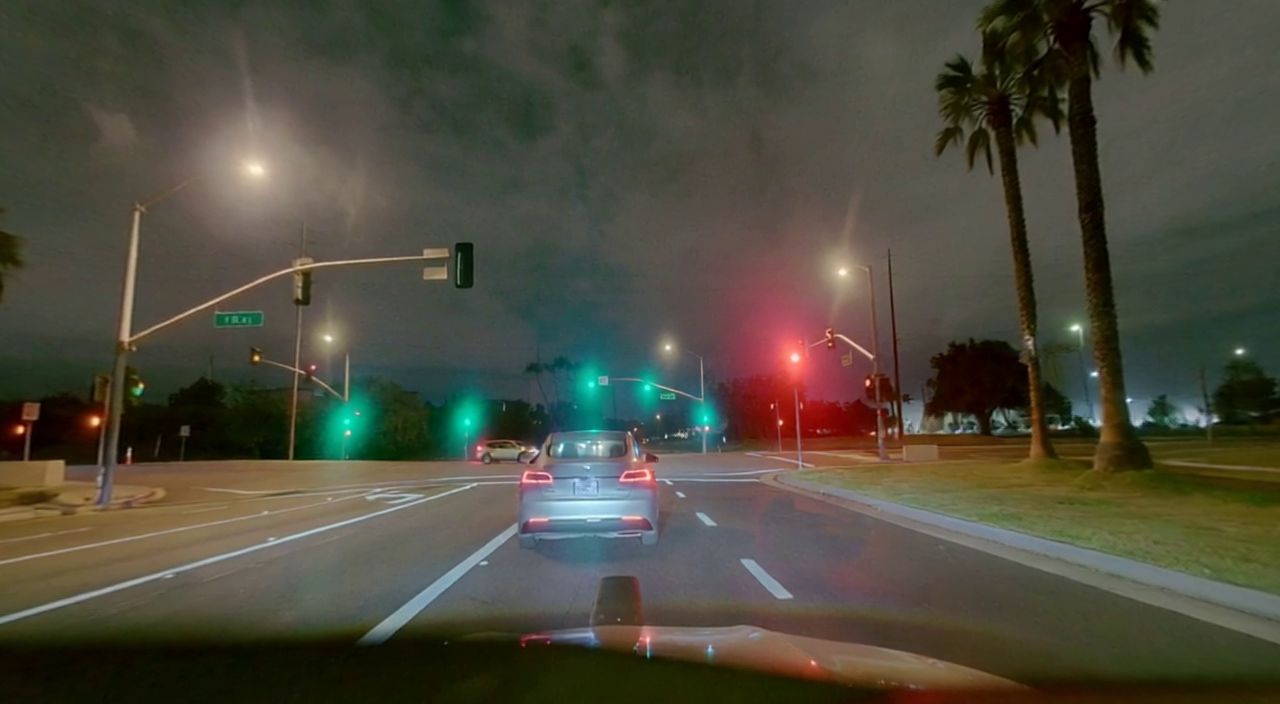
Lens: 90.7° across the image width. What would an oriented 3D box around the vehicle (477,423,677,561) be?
[{"bbox_3d":[-0.686,1.827,9.006,2.152,1.478,4.229,0,-8,0],"label":"vehicle"}]
